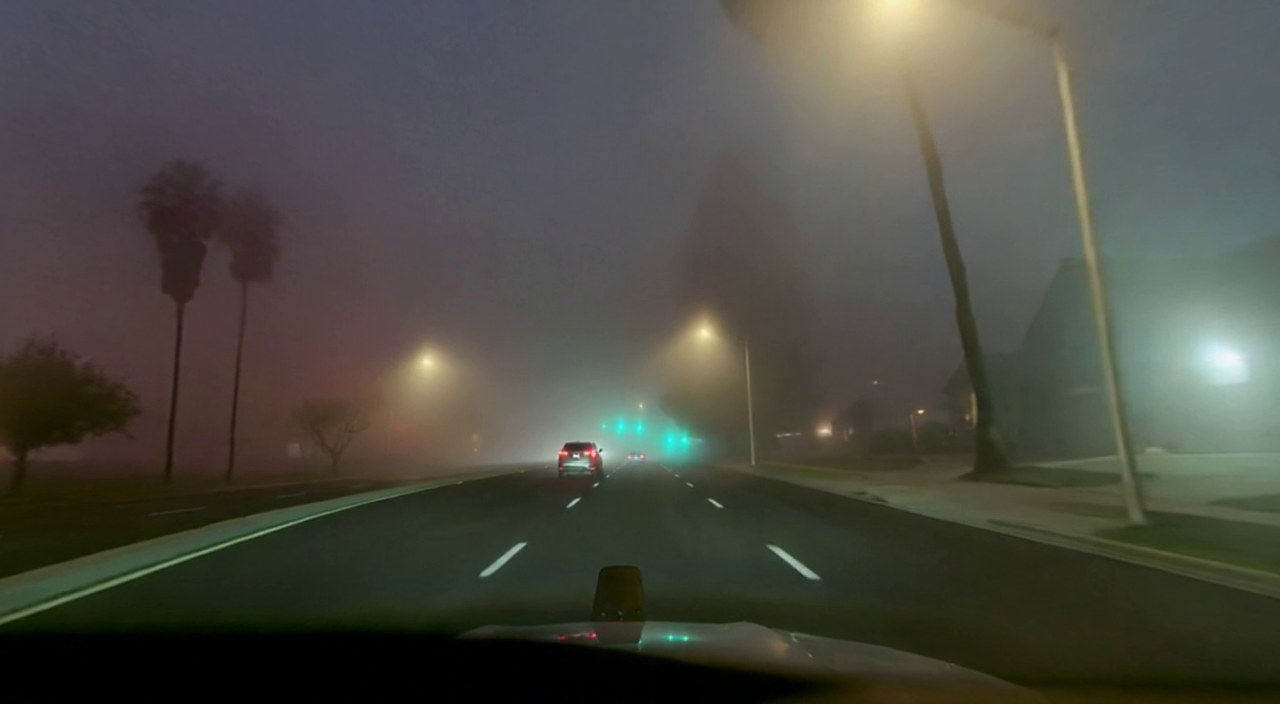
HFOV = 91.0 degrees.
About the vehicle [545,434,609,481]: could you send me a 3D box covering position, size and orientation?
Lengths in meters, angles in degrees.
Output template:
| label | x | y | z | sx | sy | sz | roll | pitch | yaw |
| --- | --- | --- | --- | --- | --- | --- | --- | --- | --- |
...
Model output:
| label | x | y | z | sx | sy | sz | roll | pitch | yaw |
| --- | --- | --- | --- | --- | --- | --- | --- | --- | --- |
| vehicle | -2.836 | 4.948 | 29.800 | 2.370 | 1.968 | 5.698 | 0 | -9 | 1 |
